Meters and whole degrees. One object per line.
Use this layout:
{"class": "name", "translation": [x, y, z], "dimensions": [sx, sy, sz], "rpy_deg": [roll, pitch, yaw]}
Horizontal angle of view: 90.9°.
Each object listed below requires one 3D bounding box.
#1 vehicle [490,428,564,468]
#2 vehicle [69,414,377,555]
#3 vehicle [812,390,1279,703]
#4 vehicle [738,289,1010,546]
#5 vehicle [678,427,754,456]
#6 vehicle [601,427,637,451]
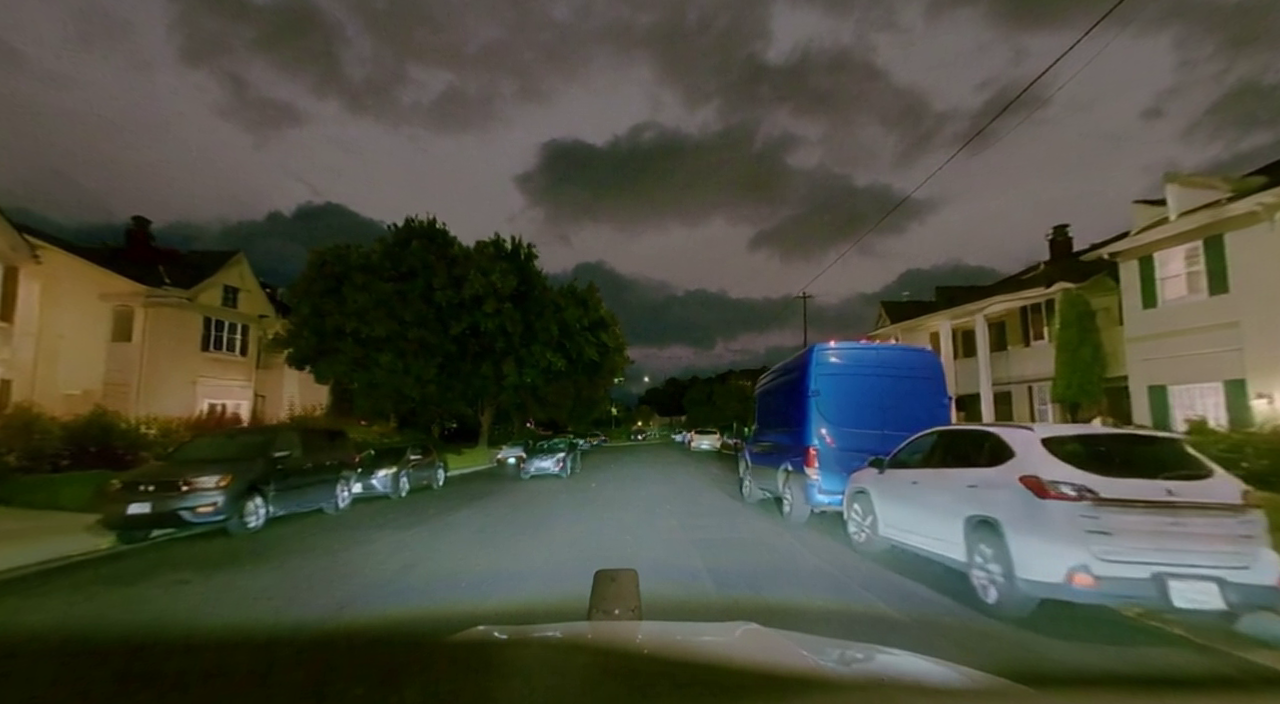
{"class": "vehicle", "translation": [-4.571, 3.950, 26.100], "dimensions": [1.941, 1.515, 3.995], "rpy_deg": [-1, -8, 6]}
{"class": "vehicle", "translation": [-5.653, 1.739, 9.218], "dimensions": [1.834, 1.532, 3.628], "rpy_deg": [3, -6, 3]}
{"class": "vehicle", "translation": [2.984, 1.228, 5.239], "dimensions": [1.955, 1.500, 4.410], "rpy_deg": [0, -8, 1]}
{"class": "vehicle", "translation": [3.296, 1.183, 10.835], "dimensions": [2.317, 3.096, 6.383], "rpy_deg": [0, -8, 2]}
{"class": "vehicle", "translation": [4.725, 5.574, 39.226], "dimensions": [4.317, 1.453, 1.889], "rpy_deg": [0, -8, -29]}
{"class": "vehicle", "translation": [-1.569, 6.747, 49.120], "dimensions": [1.953, 1.550, 4.142], "rpy_deg": [-5, -7, 8]}
